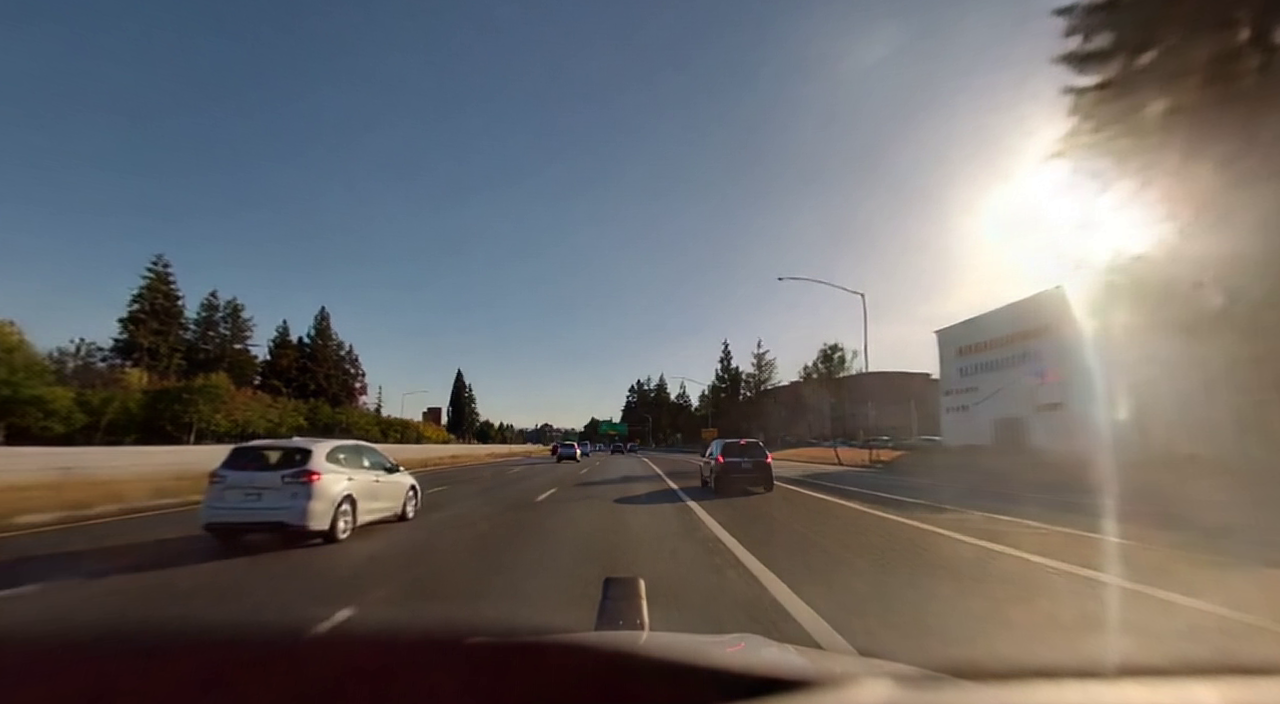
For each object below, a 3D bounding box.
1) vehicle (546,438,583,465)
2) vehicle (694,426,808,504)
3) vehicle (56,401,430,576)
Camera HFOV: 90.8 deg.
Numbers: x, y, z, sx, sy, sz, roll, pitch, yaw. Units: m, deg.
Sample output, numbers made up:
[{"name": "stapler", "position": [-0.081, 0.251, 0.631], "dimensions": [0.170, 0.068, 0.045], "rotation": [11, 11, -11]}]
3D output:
[{"name": "vehicle", "position": [-5.288, 7.014, 44.750], "dimensions": [2.160, 1.794, 4.646], "rotation": [0, -8, -2]}, {"name": "vehicle", "position": [2.620, 2.786, 16.025], "dimensions": [1.997, 1.686, 4.247], "rotation": [0, -8, -2]}, {"name": "vehicle", "position": [-4.866, 1.740, 8.913], "dimensions": [2.176, 1.779, 4.755], "rotation": [0, -8, 0]}]
